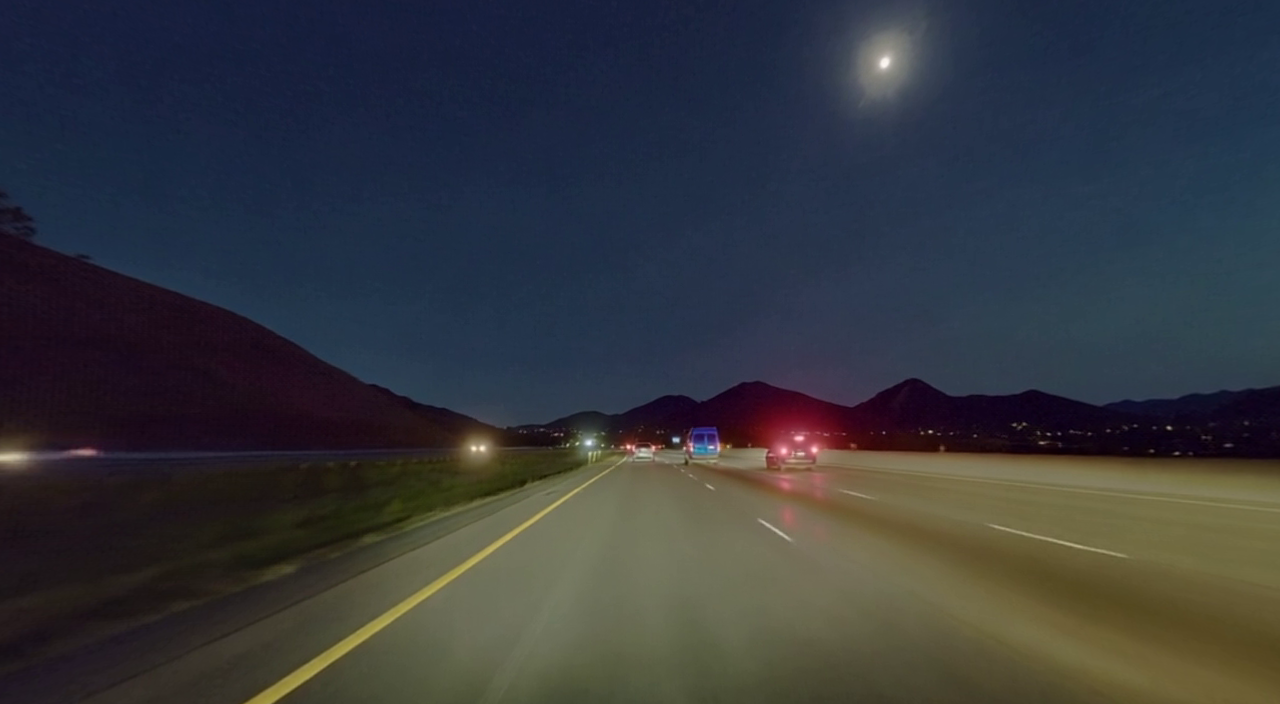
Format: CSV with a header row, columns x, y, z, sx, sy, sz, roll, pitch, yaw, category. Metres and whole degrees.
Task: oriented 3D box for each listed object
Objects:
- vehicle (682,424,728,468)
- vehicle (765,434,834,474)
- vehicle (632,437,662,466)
x,y,z,sx,sy,sz,roll,pitch,yaw,category
4.148,6.150,41.228,2.302,2.670,6.176,0,-8,-1,vehicle
8.180,5.302,32.915,2.240,1.925,4.854,0,-8,-1,vehicle
0.499,7.700,48.942,2.131,2.122,4.473,0,-8,-1,vehicle
